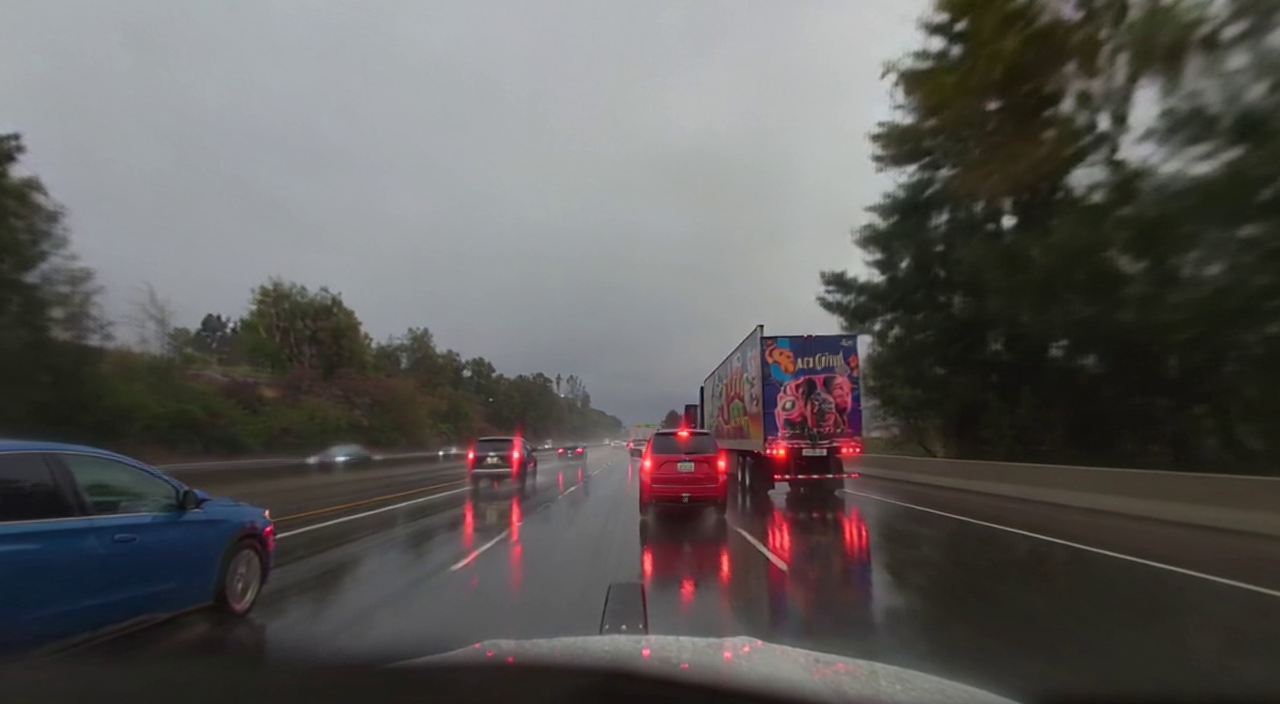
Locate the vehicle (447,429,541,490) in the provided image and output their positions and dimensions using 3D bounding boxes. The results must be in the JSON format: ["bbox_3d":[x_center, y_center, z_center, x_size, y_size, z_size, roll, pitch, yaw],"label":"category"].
[{"bbox_3d":[-4.256,3.200,19.015,1.905,1.642,3.803,0,-8,0],"label":"vehicle"}]

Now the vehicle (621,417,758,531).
[{"bbox_3d":[0.699,2.065,11.163,2.017,1.662,3.543,0,-8,-1],"label":"vehicle"}]

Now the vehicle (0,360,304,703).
[{"bbox_3d":[-4.038,0.932,3.364,1.983,1.666,4.452,0,-8,0],"label":"vehicle"}]

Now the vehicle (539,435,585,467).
[{"bbox_3d":[-4.411,5.646,36.044,2.014,1.683,4.275,0,-8,1],"label":"vehicle"}]

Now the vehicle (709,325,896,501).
[{"bbox_3d":[4.526,2.397,21.768,2.828,4.081,14.220,0,-8,1],"label":"vehicle"}]
